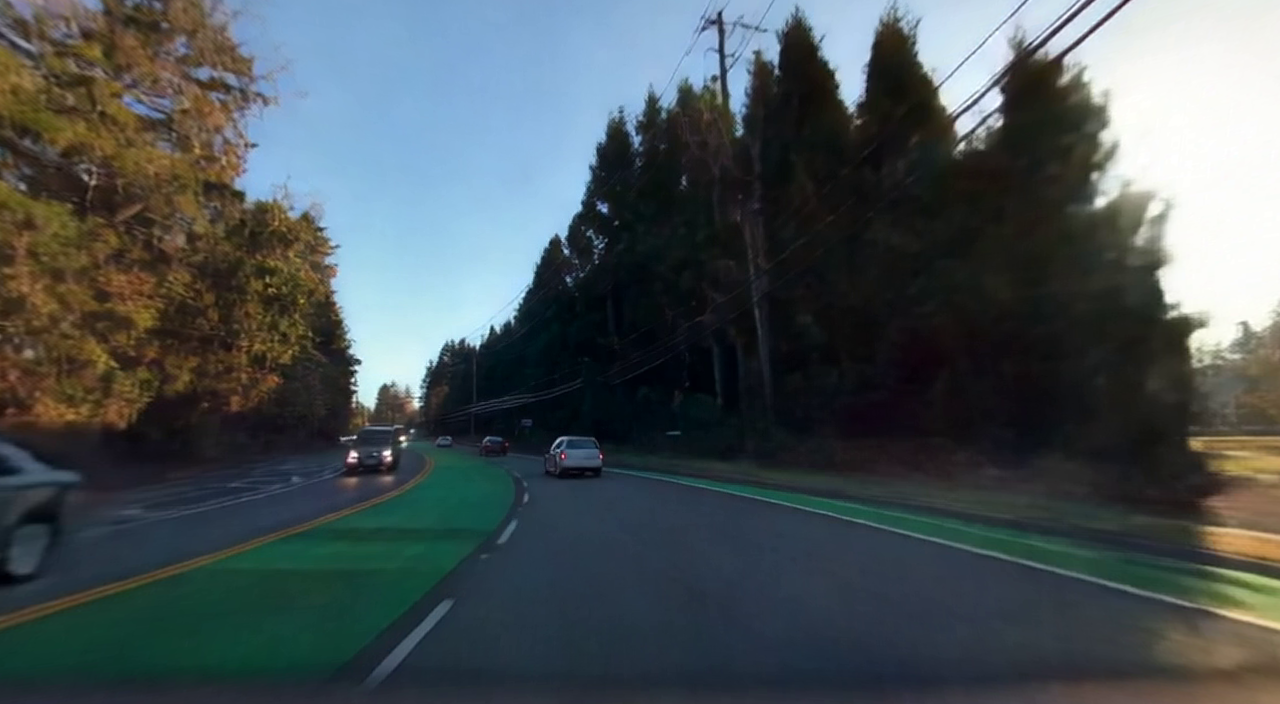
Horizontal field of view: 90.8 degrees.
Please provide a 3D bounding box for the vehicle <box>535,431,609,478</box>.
[{"bbox_3d":[-2.951,4.287,26.606,2.140,1.767,4.720,3,-9,-18],"label":"vehicle"}]

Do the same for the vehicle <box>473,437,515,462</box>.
[{"bbox_3d":[-10.601,7.022,45.658,2.075,1.699,4.520,4,-9,-23],"label":"vehicle"}]

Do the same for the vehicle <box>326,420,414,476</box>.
[{"bbox_3d":[-10.995,3.989,26.293,2.524,2.051,5.963,2,-9,-15],"label":"vehicle"}]
